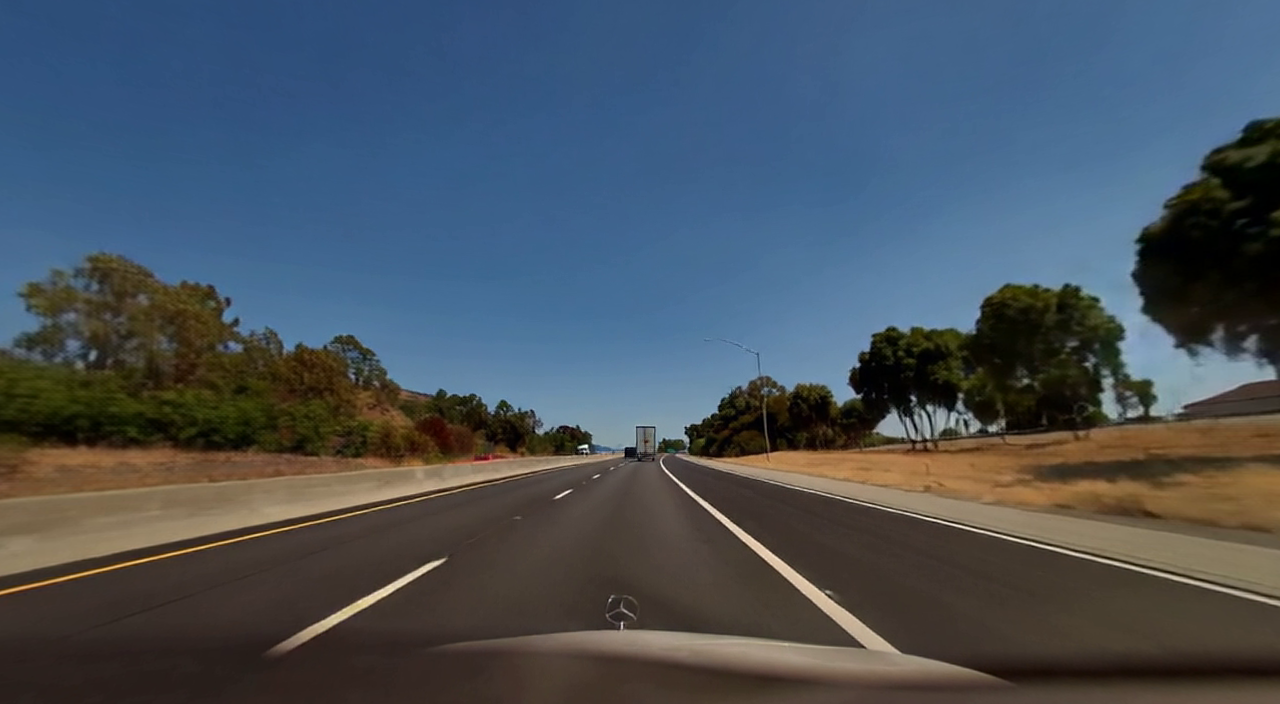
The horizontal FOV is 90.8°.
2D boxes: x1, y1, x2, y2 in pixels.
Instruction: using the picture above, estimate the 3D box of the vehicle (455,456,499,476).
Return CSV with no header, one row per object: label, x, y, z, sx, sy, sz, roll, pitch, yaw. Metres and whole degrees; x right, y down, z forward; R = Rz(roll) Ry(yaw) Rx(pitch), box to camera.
vehicle,-12.713,8.919,49.561,2.086,1.456,5.044,0,-9,0
